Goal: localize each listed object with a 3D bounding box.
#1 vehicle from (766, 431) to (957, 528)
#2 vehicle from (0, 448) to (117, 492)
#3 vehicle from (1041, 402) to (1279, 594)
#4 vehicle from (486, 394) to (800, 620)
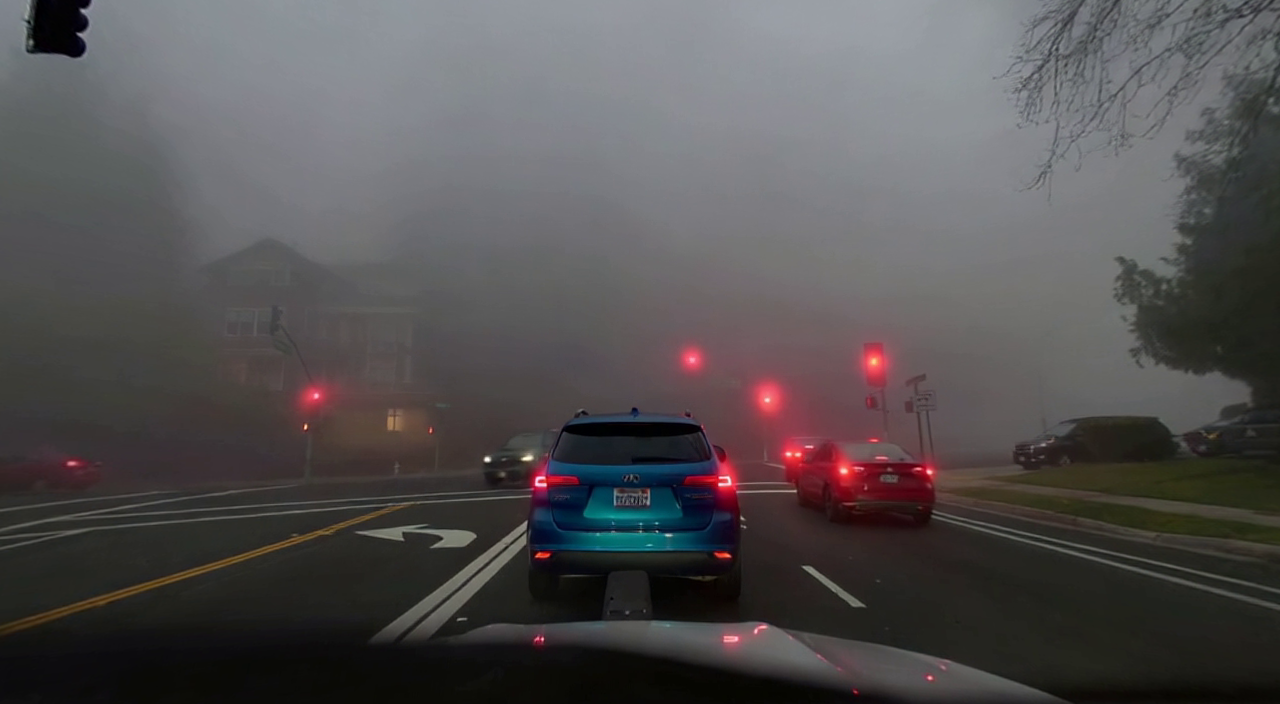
[{"bbox_3d":[3.979,2.370,12.389,2.077,1.527,4.755,0,-8,1],"label":"vehicle"},{"bbox_3d":[-22.057,4.197,22.542,4.723,1.486,1.800,4,-9,-25],"label":"vehicle"},{"bbox_3d":[7.028,1.535,7.044,1.989,1.791,4.735,0,-8,1],"label":"vehicle"},{"bbox_3d":[0.053,1.469,6.938,2.322,1.667,4.367,0,-8,1],"label":"vehicle"}]
